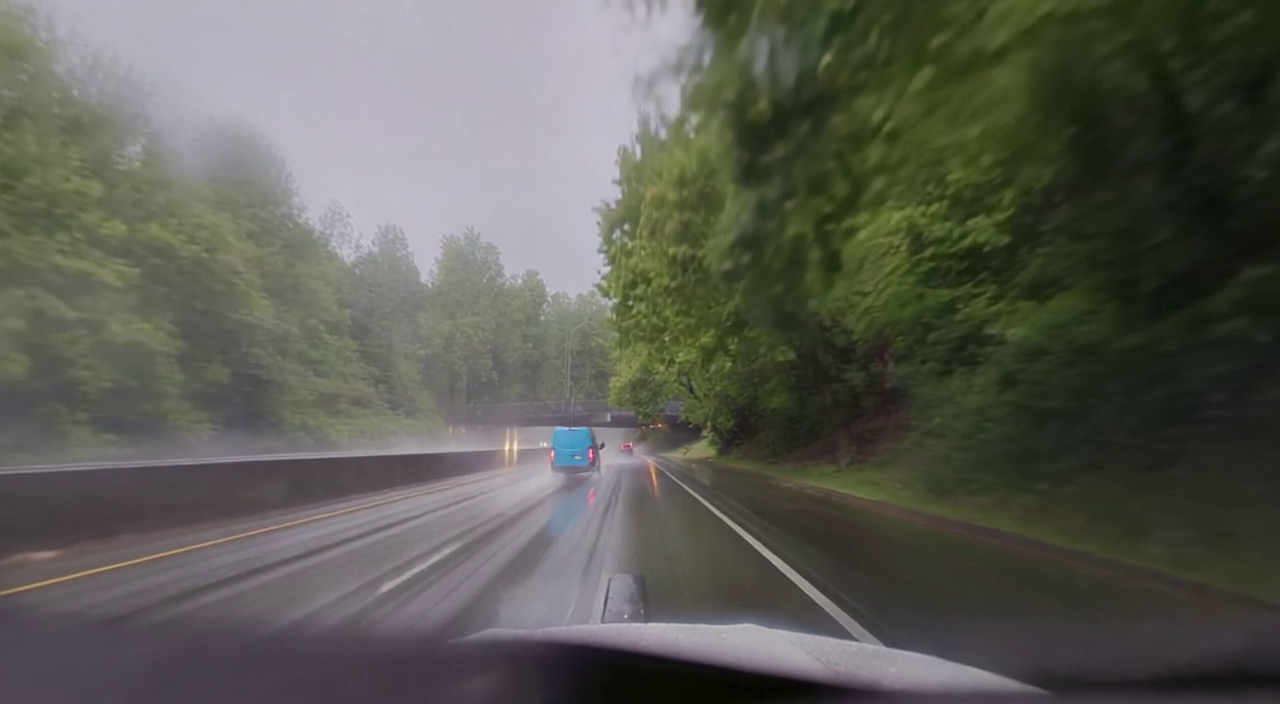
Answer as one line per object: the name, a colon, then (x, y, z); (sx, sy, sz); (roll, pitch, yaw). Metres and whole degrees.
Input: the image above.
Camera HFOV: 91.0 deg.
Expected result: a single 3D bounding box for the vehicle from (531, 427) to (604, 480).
vehicle: (-2.753, 4.023, 25.228); (2.372, 1.891, 5.061); (0, -8, 0)
